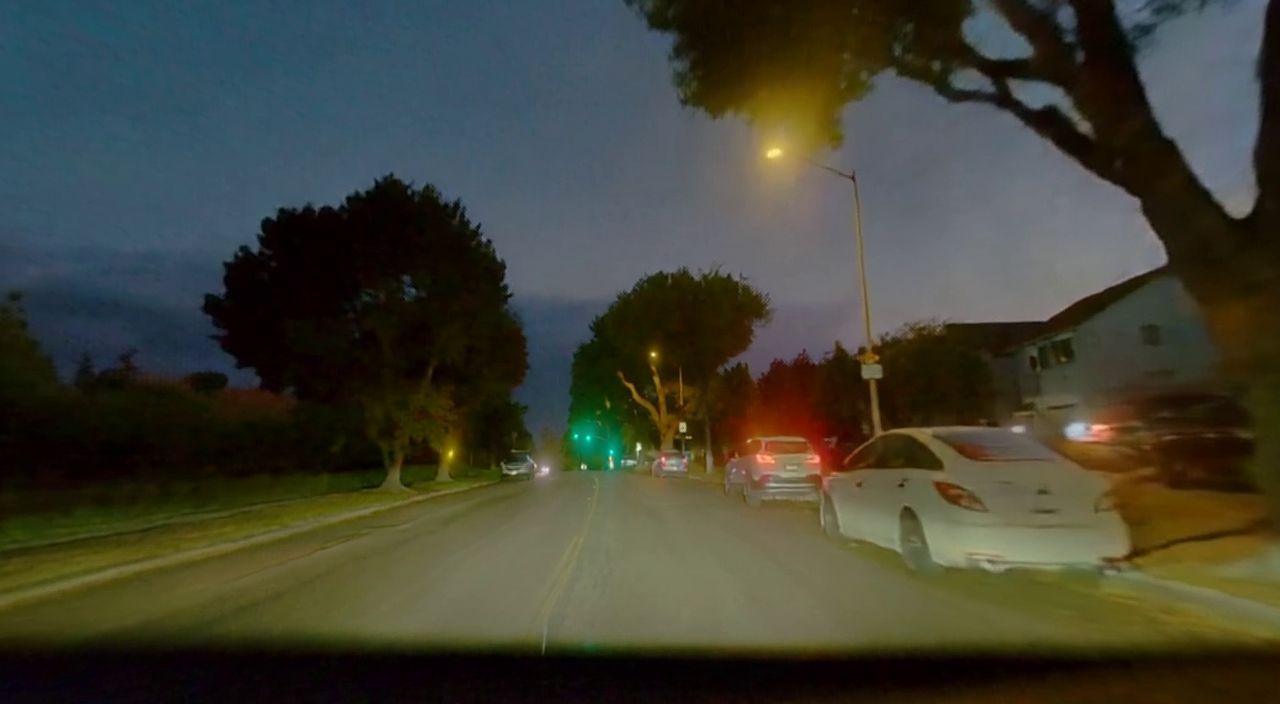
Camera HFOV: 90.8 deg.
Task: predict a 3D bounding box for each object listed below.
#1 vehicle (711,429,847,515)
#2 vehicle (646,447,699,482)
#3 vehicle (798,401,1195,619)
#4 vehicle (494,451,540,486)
[{"bbox_3d":[3.176,2.840,15.613,1.990,1.753,4.783,-1,-8,-3],"label":"vehicle"},{"bbox_3d":[1.719,6.264,35.431,2.163,1.742,4.239,0,-8,-8],"label":"vehicle"},{"bbox_3d":[3.452,1.587,7.434,1.970,1.709,4.568,-1,-8,0],"label":"vehicle"},{"bbox_3d":[-6.999,6.644,36.332,2.051,1.575,4.581,-3,-7,-5],"label":"vehicle"}]
